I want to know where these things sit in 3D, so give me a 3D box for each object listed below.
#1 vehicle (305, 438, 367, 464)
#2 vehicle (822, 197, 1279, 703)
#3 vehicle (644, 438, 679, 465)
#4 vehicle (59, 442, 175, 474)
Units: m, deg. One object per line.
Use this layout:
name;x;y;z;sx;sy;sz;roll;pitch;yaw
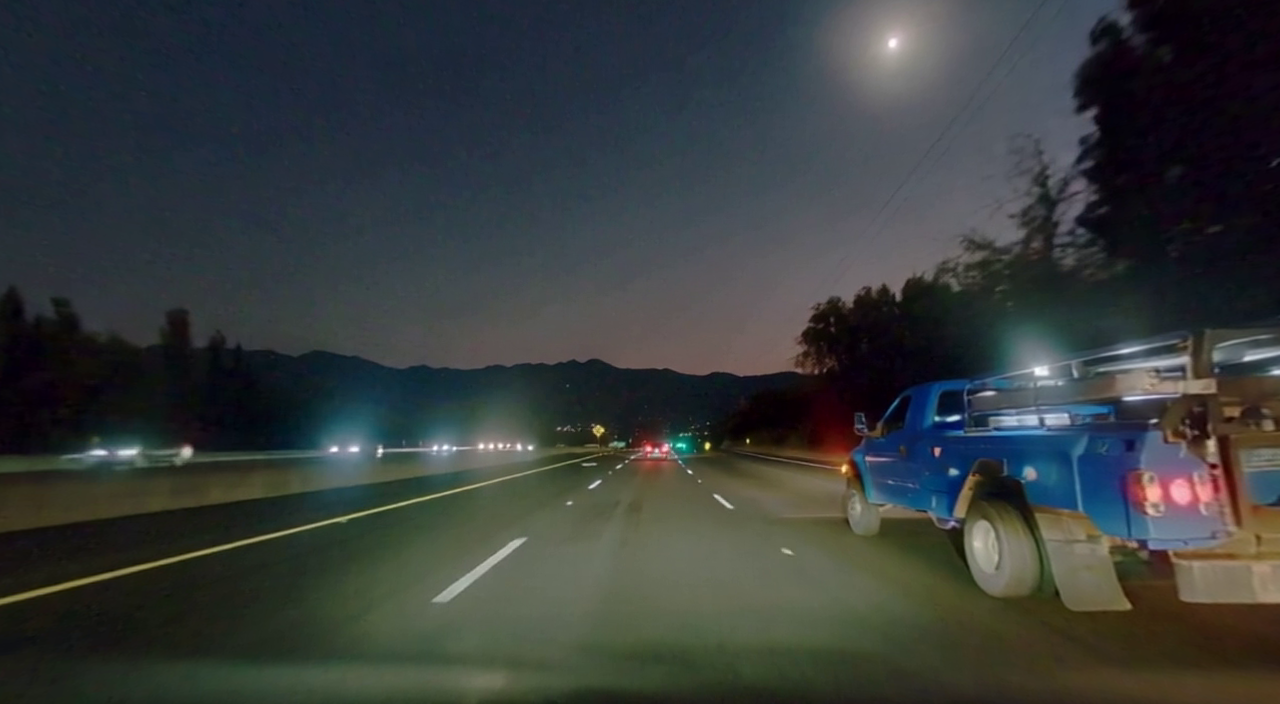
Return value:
vehicle;-21.528;7.032;44.669;1.929;1.674;4.486;0;-9;3
vehicle;3.773;0.968;5.358;2.538;2.228;6.370;0;-9;0
vehicle;1.245;6.088;38.570;2.034;1.549;4.147;0;-9;0
vehicle;-25.803;5.234;31.208;1.834;1.460;4.512;0;-9;1
